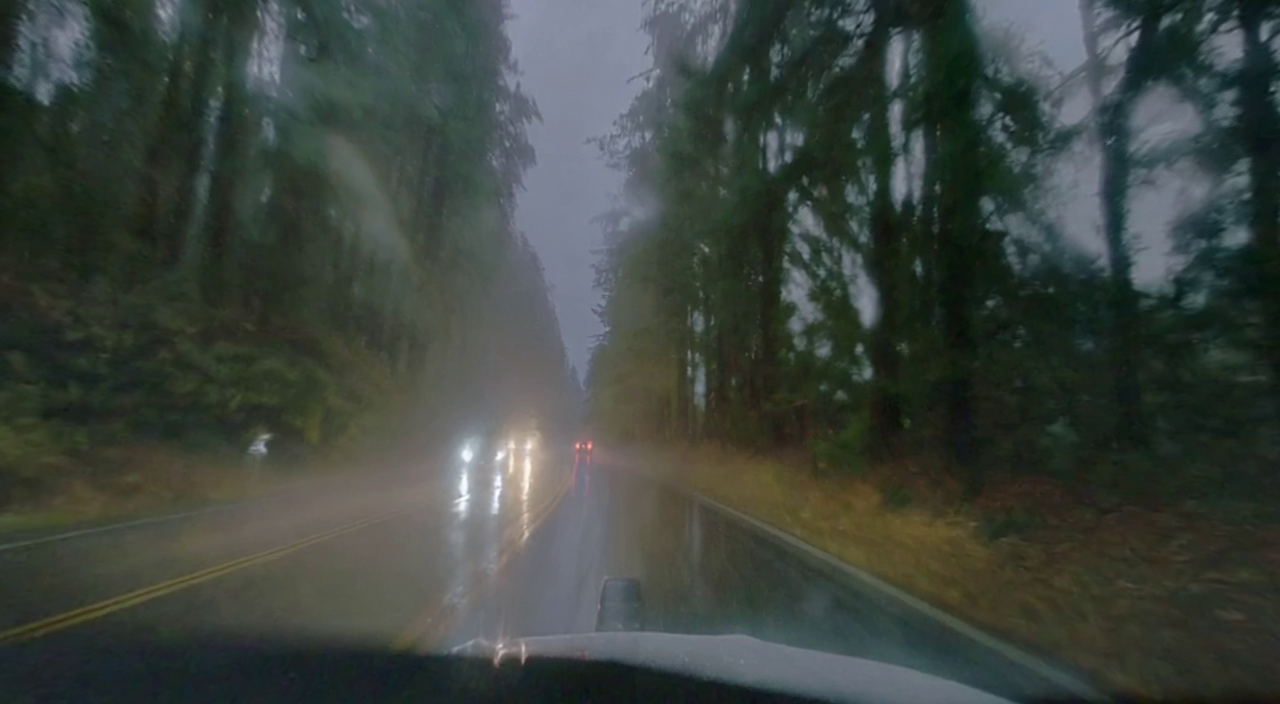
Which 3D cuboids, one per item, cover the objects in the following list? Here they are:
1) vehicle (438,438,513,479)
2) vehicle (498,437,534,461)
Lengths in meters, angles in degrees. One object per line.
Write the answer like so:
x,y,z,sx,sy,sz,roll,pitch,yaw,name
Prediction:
-6.601,4.298,25.818,2.139,1.498,4.453,0,-8,-4,vehicle
-9.725,7.659,49.905,2.318,1.754,4.328,1,-9,-6,vehicle
